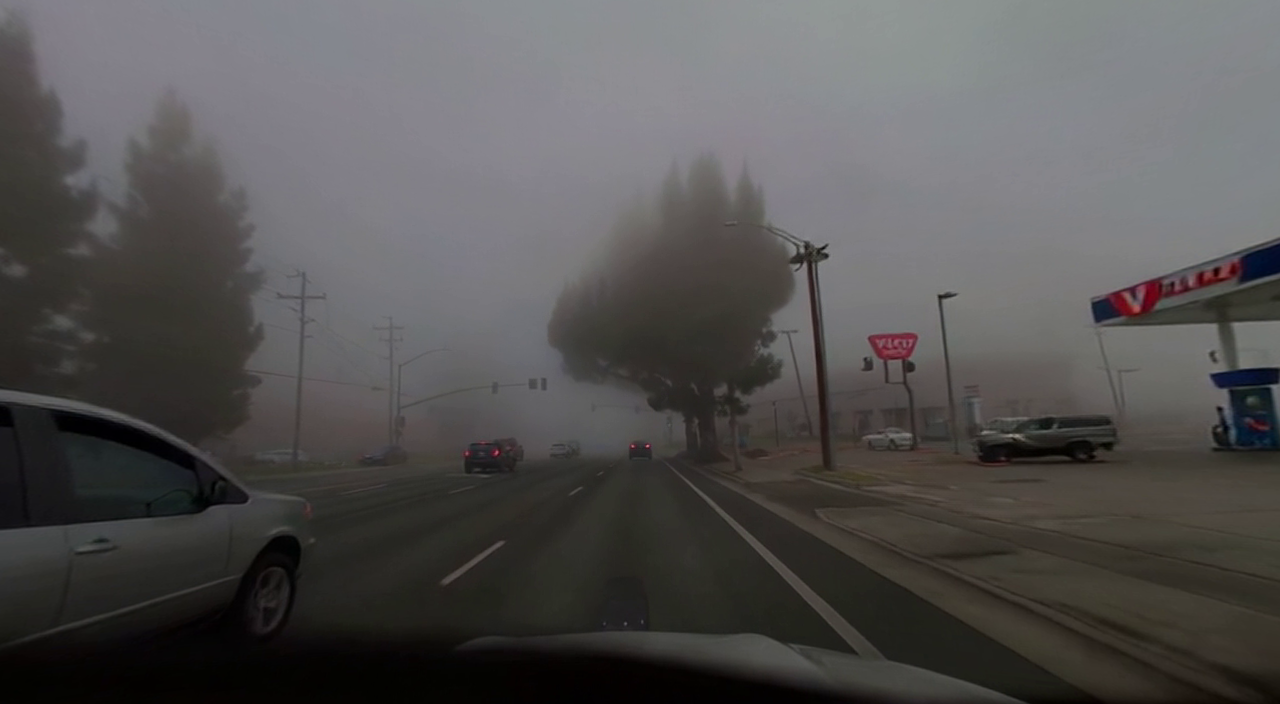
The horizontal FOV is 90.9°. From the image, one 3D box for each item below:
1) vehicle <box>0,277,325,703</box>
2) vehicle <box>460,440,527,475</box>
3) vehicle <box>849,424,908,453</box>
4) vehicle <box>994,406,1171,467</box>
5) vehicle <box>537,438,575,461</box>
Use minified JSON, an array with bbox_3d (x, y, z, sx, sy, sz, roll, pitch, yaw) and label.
[{"bbox_3d":[-3.220,0.643,1.825,2.190,1.844,4.751,0,-8,-1],"label":"vehicle"},{"bbox_3d":[-6.573,4.763,28.755,1.960,1.468,4.345,0,-8,1],"label":"vehicle"},{"bbox_3d":[16.112,5.890,42.821,2.116,1.849,4.806,0,-8,0],"label":"vehicle"},{"bbox_3d":[16.055,3.152,23.437,2.178,1.911,5.852,-1,-8,-2],"label":"vehicle"},{"bbox_3d":[-6.199,7.251,47.008,2.130,1.636,4.427,0,-8,1],"label":"vehicle"}]
